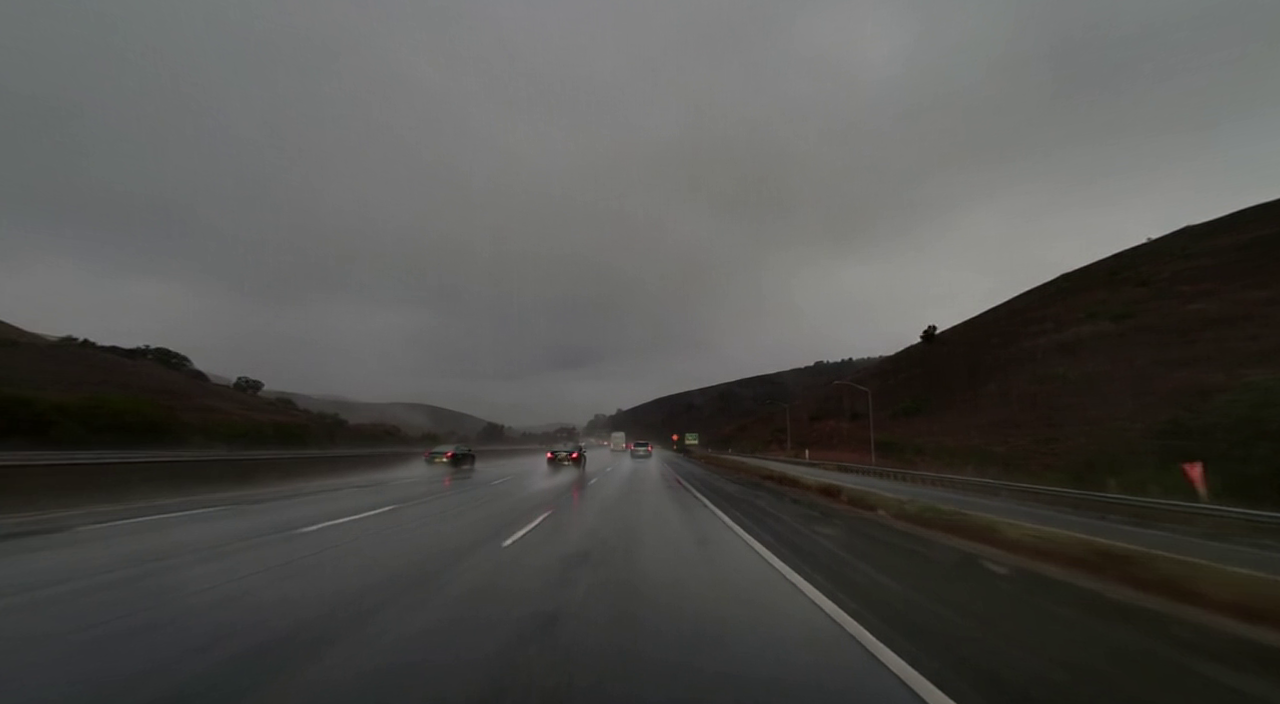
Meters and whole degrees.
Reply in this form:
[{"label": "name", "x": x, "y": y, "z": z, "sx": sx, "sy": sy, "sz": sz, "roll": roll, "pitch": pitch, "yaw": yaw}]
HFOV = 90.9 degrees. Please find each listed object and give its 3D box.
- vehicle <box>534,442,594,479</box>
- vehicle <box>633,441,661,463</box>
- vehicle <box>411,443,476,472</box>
[{"label": "vehicle", "x": -3.387, "y": 4.922, "z": 28.956, "sx": 2.080, "sy": 1.505, "sz": 4.649, "roll": -1, "pitch": -8, "yaw": 1}, {"label": "vehicle", "x": 0.555, "y": 7.836, "z": 49.562, "sx": 2.138, "sy": 1.674, "sz": 4.044, "roll": 0, "pitch": -8, "yaw": 0}, {"label": "vehicle", "x": -10.822, "y": 5.844, "z": 35.189, "sx": 1.945, "sy": 1.466, "sz": 4.947, "roll": -1, "pitch": -8, "yaw": 1}]
